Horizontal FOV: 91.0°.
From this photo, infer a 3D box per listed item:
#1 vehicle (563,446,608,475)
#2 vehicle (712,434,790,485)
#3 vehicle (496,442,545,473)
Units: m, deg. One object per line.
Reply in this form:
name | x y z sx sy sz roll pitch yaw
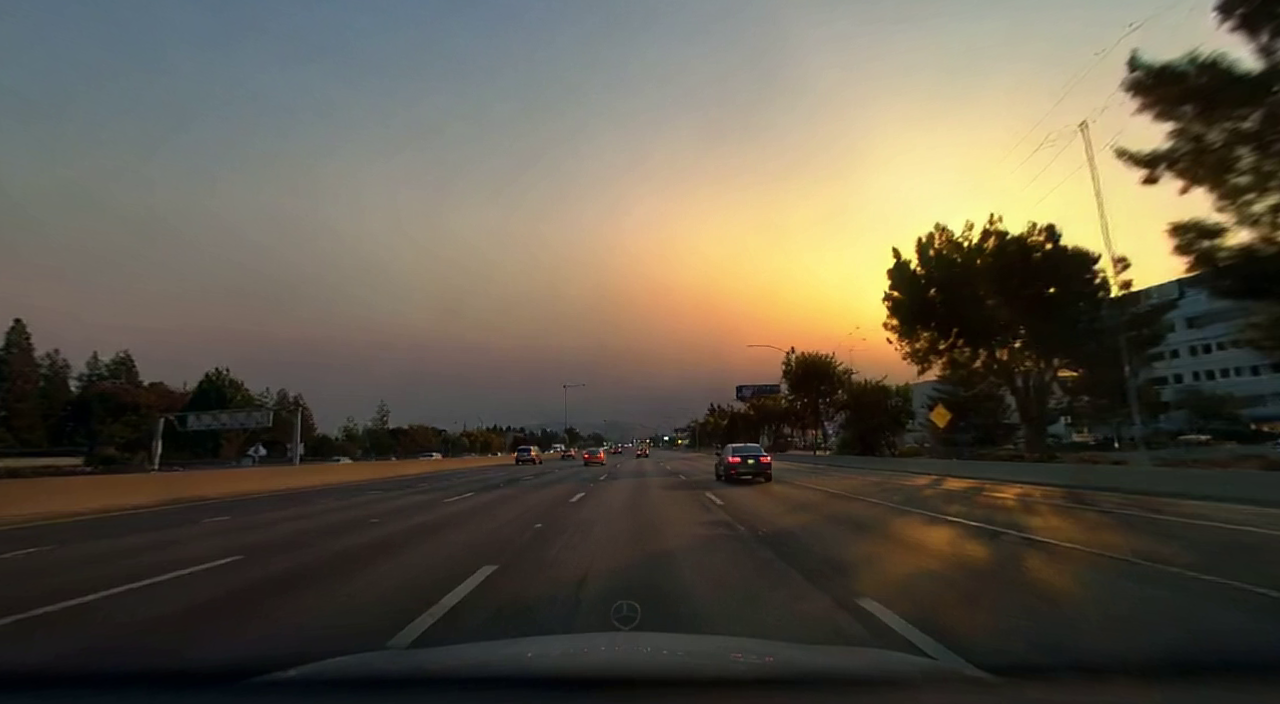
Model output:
vehicle | -3.022 6.165 36.012 2.139 1.510 4.506 0 -9 1
vehicle | 4.109 4.096 24.251 2.109 1.764 4.704 0 -9 0
vehicle | -7.523 6.707 40.168 2.112 1.813 4.716 -1 -9 2
